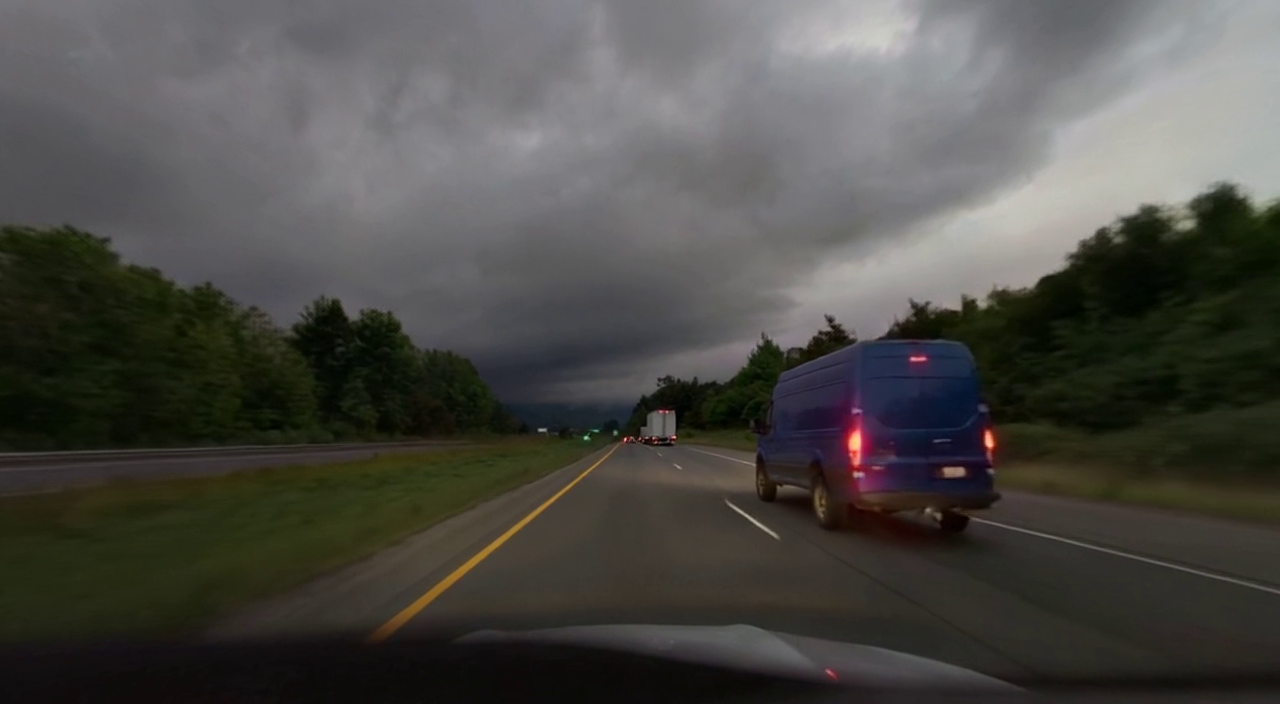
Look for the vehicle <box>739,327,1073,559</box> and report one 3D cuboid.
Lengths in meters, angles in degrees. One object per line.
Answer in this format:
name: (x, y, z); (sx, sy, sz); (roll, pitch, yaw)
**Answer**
vehicle: (3.448, 1.399, 10.144); (2.570, 2.596, 6.082); (0, -8, -1)
